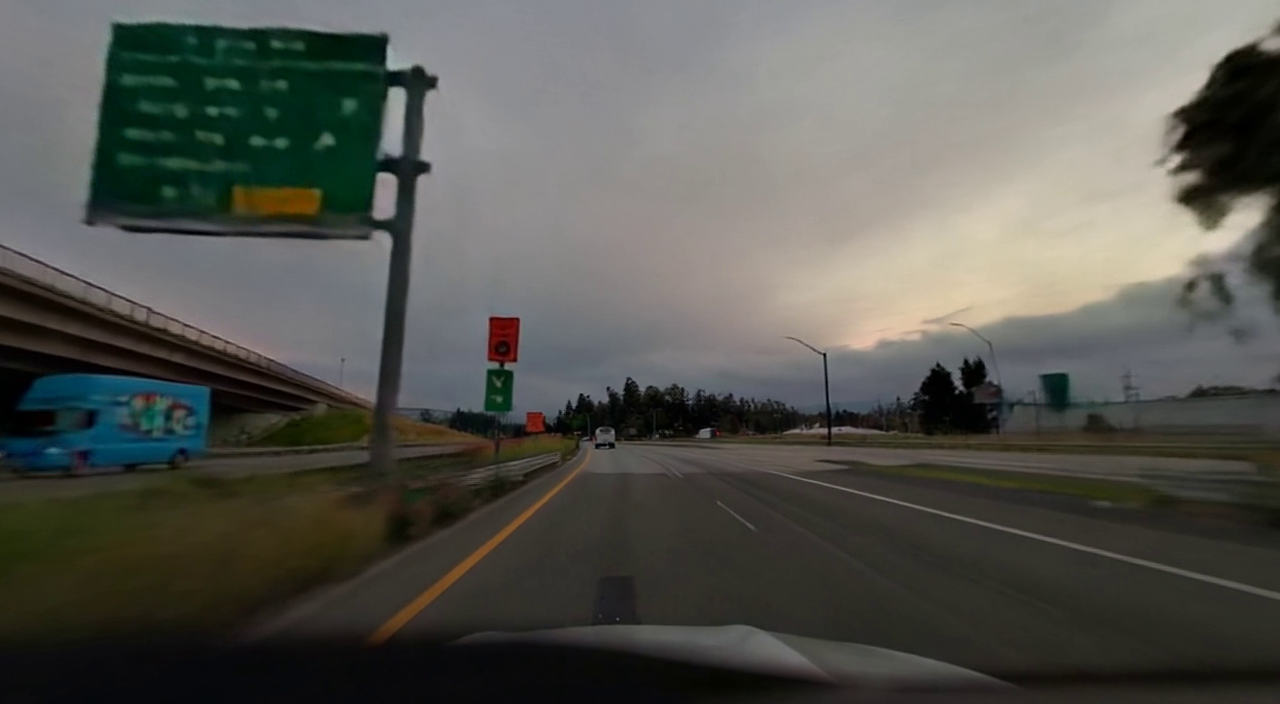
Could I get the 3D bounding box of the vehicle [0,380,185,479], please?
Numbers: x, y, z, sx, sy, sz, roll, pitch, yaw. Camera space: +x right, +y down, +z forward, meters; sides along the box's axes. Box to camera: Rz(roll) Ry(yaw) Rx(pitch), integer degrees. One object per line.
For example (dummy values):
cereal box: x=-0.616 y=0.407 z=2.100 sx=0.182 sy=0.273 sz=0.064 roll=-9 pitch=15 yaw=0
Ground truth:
vehicle: x=-18.590 y=2.604 z=21.036 sx=2.354 sy=2.823 sz=5.911 roll=0 pitch=-8 yaw=-1
